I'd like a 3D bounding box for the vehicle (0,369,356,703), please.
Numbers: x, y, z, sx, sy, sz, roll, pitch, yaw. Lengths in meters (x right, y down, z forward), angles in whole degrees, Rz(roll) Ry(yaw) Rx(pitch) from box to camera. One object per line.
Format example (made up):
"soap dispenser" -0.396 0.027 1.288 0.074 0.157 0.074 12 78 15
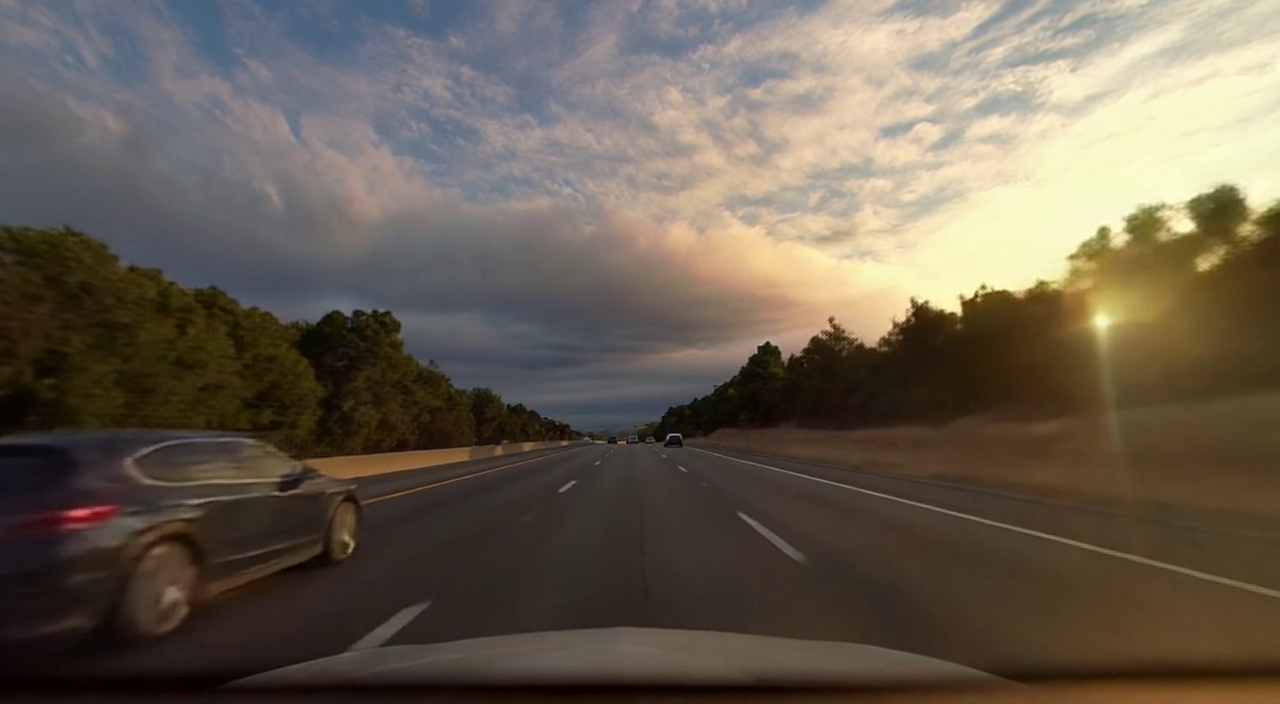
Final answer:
"vehicle" -4.171 1.138 4.559 2.185 1.677 4.390 0 -8 0
